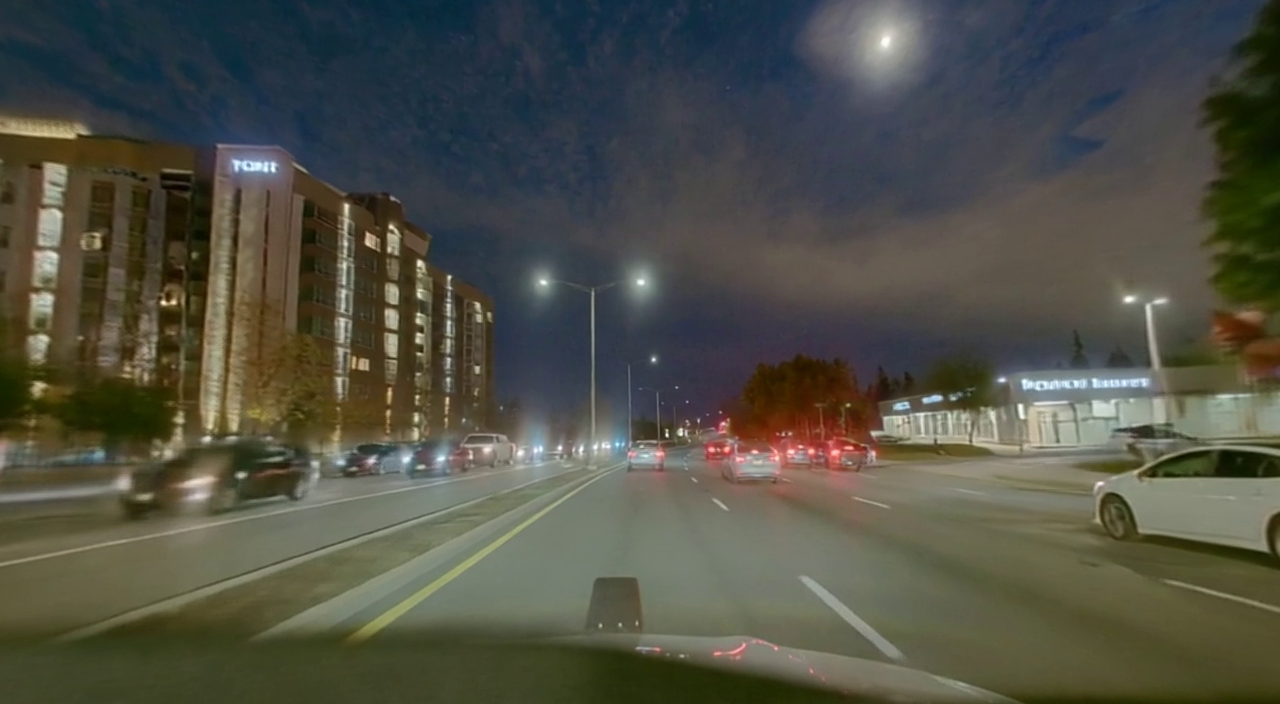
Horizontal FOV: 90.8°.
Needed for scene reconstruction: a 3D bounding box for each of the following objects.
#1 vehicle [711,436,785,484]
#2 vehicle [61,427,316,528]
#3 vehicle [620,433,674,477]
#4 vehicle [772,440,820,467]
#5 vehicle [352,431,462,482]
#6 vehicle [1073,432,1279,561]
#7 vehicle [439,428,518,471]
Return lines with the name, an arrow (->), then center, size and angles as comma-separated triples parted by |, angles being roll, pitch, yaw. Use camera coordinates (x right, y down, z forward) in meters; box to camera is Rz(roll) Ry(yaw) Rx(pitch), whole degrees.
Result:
vehicle -> 3.639, 3.707, 21.967 | 1.852, 1.498, 3.825 | 0, -8, 0
vehicle -> -8.820, 2.419, 12.972 | 1.953, 1.647, 4.401 | -2, -8, 1
vehicle -> 0.347, 4.305, 26.739 | 2.101, 1.694, 3.979 | 0, -8, 2
vehicle -> 9.298, 6.074, 38.096 | 1.860, 1.475, 4.488 | 0, -8, 1
vehicle -> -8.597, 3.909, 23.886 | 2.183, 1.706, 4.862 | 0, -8, 2
vehicle -> 8.212, 1.790, 8.195 | 1.909, 1.456, 4.569 | 0, -8, 0
vehicle -> -8.173, 4.999, 32.597 | 2.460, 1.970, 5.271 | 0, -8, 2
